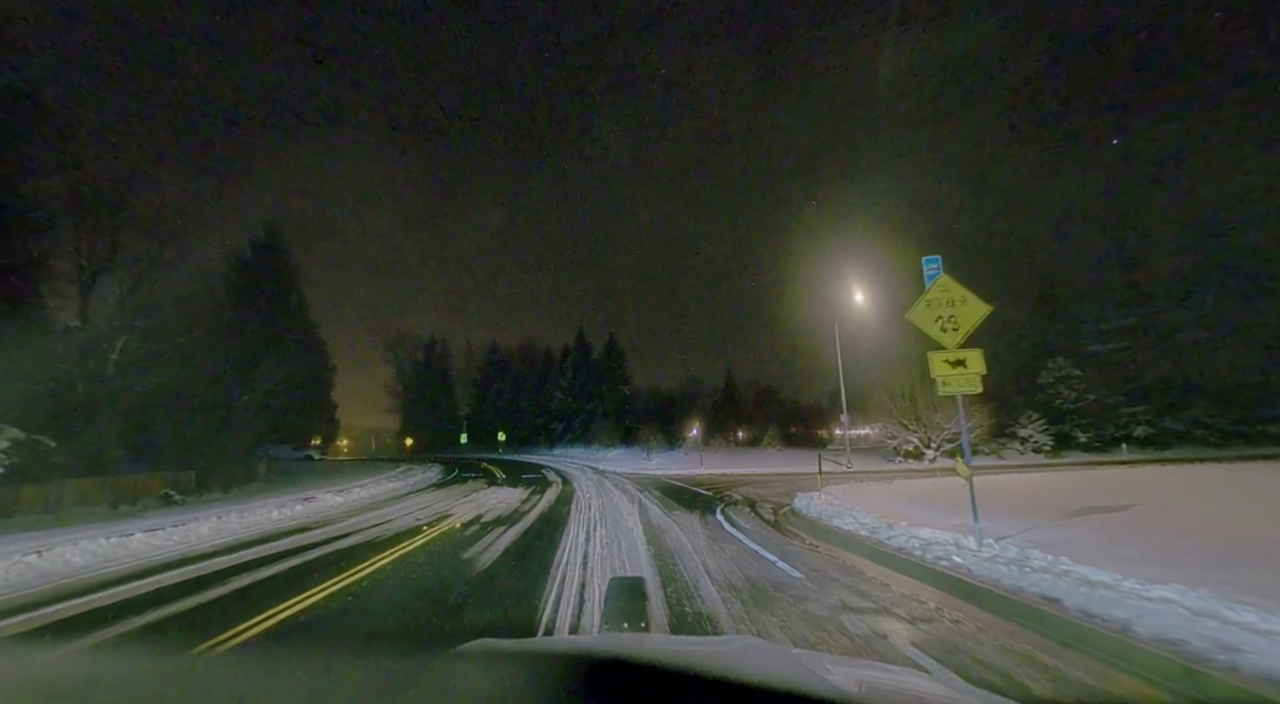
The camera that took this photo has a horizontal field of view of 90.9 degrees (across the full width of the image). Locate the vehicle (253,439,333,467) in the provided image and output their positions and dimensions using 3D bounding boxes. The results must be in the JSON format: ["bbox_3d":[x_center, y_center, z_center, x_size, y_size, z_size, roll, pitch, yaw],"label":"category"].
[{"bbox_3d":[-25.582,7.473,46.528,4.699,1.996,2.116,-1,-9,7],"label":"vehicle"}]
